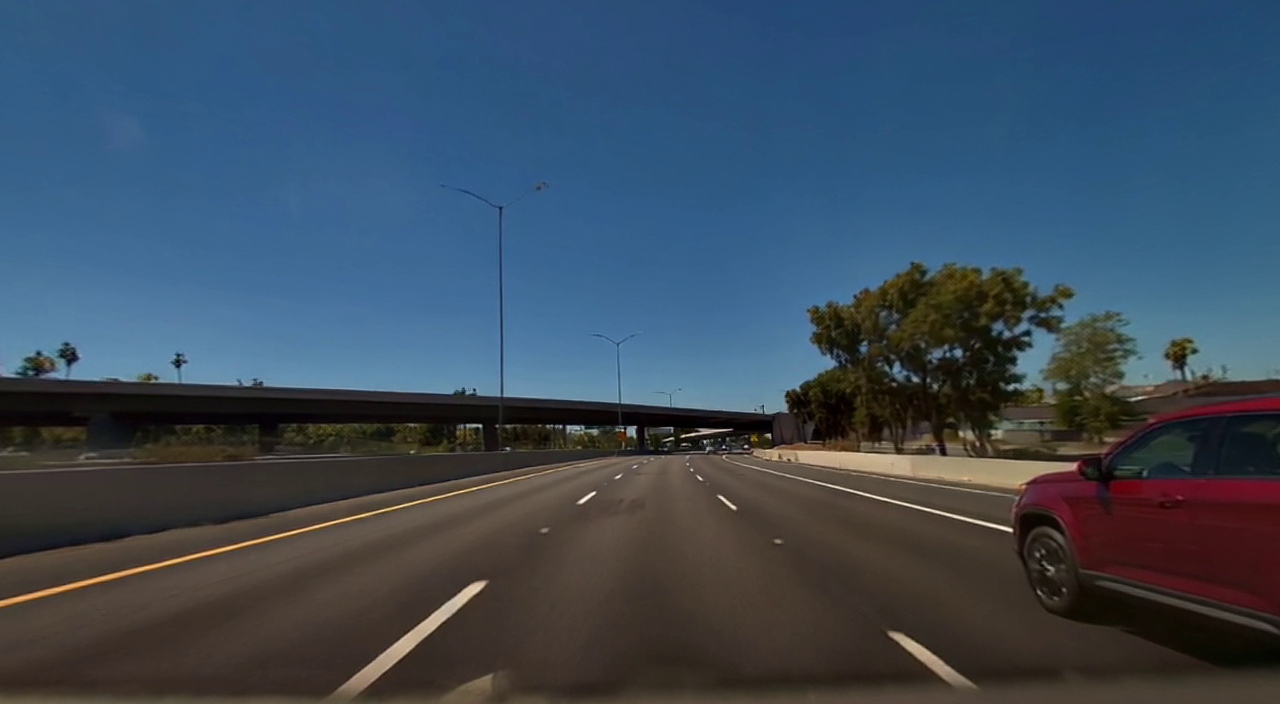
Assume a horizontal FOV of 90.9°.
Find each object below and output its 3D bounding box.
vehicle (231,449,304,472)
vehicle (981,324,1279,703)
[{"bbox_3d":[-26.173,7.614,44.531,1.880,1.478,4.739,-1,-8,7],"label":"vehicle"},{"bbox_3d":[3.729,0.761,2.724,2.019,1.732,4.579,0,-8,2],"label":"vehicle"}]
